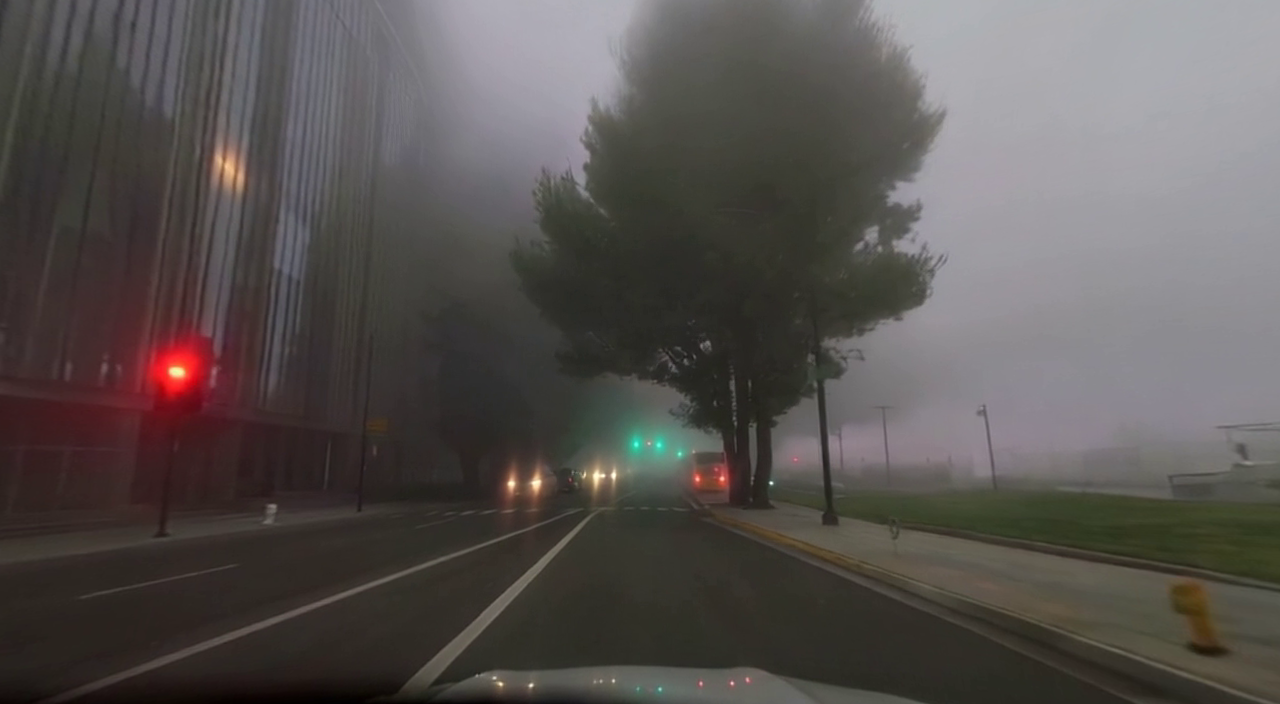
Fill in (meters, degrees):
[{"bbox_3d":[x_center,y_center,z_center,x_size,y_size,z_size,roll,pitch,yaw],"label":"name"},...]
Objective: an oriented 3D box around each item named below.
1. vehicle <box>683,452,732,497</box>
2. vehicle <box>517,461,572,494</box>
[{"bbox_3d":[3.237,6.013,31.049,2.064,2.010,4.791,0,-10,2],"label":"vehicle"},{"bbox_3d":[-5.588,7.401,37.441,2.043,1.778,4.602,-3,-10,6],"label":"vehicle"}]
